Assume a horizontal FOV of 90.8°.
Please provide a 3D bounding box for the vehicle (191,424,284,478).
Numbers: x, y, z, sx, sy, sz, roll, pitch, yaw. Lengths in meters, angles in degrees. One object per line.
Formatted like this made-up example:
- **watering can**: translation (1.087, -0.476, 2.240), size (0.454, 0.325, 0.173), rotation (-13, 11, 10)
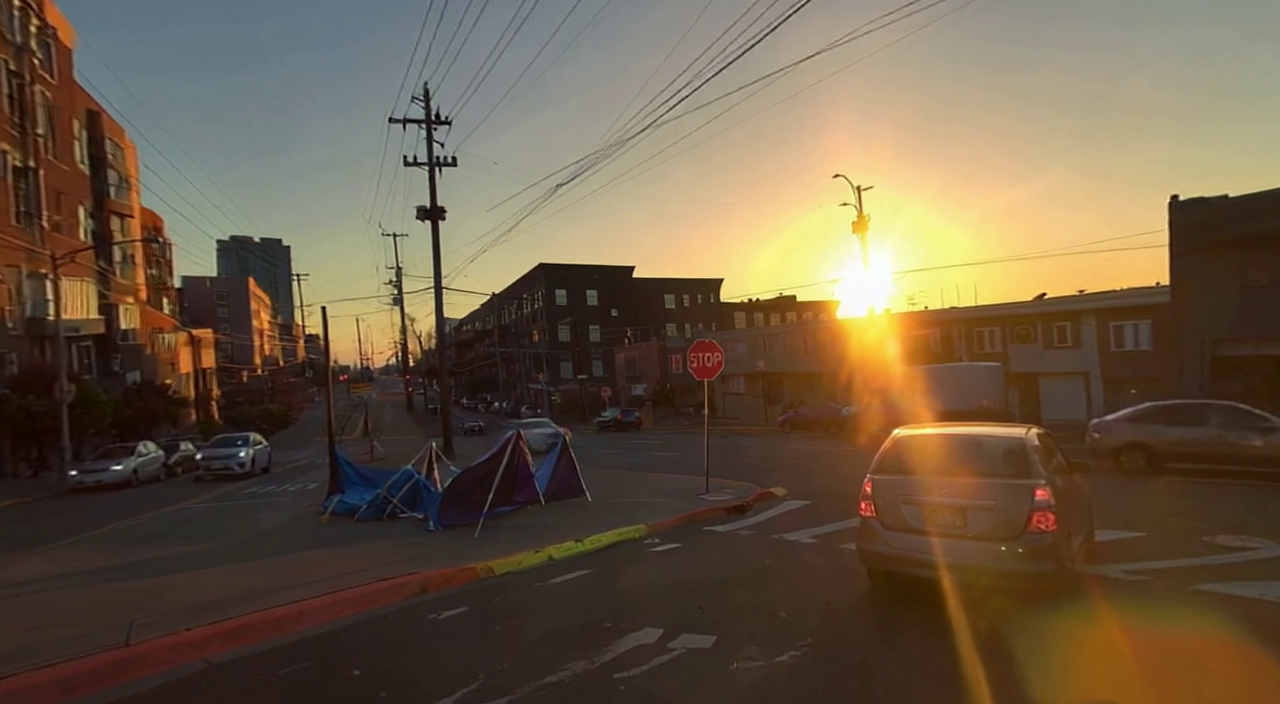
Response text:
- **vehicle**: translation (-14.401, 3.548, 22.865), size (1.987, 1.686, 3.971), rotation (1, -8, -20)

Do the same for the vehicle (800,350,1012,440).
- **vehicle**: translation (10.289, 1.931, 25.087), size (7.172, 3.075, 2.584), rotation (-7, -10, 42)

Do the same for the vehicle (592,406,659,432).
- **vehicle**: translation (-0.993, 4.250, 39.720), size (1.790, 1.468, 4.422), rotation (7, -11, -41)

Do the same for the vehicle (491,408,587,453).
- **vehicle**: translation (-4.365, 3.408, 26.972), size (1.870, 1.724, 4.320), rotation (8, -12, -44)

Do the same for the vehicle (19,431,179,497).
- **vehicle**: translation (-16.959, 3.485, 20.238), size (2.054, 1.800, 5.212), rotation (3, -9, -20)

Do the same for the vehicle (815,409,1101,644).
- **vehicle**: translation (3.509, 1.563, 6.800), size (1.945, 1.647, 4.160), rotation (-6, -10, 32)

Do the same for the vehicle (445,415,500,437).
- **vehicle**: translation (-12.604, 5.598, 47.297), size (2.089, 1.506, 4.641), rotation (7, -11, -41)

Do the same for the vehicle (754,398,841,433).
- **vehicle**: translation (8.492, 3.505, 34.273), size (1.805, 1.694, 4.214), rotation (8, -12, -44)

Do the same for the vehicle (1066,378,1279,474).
- **vehicle**: translation (13.364, 1.708, 14.543), size (5.506, 1.970, 2.152), rotation (-8, -10, 41)
